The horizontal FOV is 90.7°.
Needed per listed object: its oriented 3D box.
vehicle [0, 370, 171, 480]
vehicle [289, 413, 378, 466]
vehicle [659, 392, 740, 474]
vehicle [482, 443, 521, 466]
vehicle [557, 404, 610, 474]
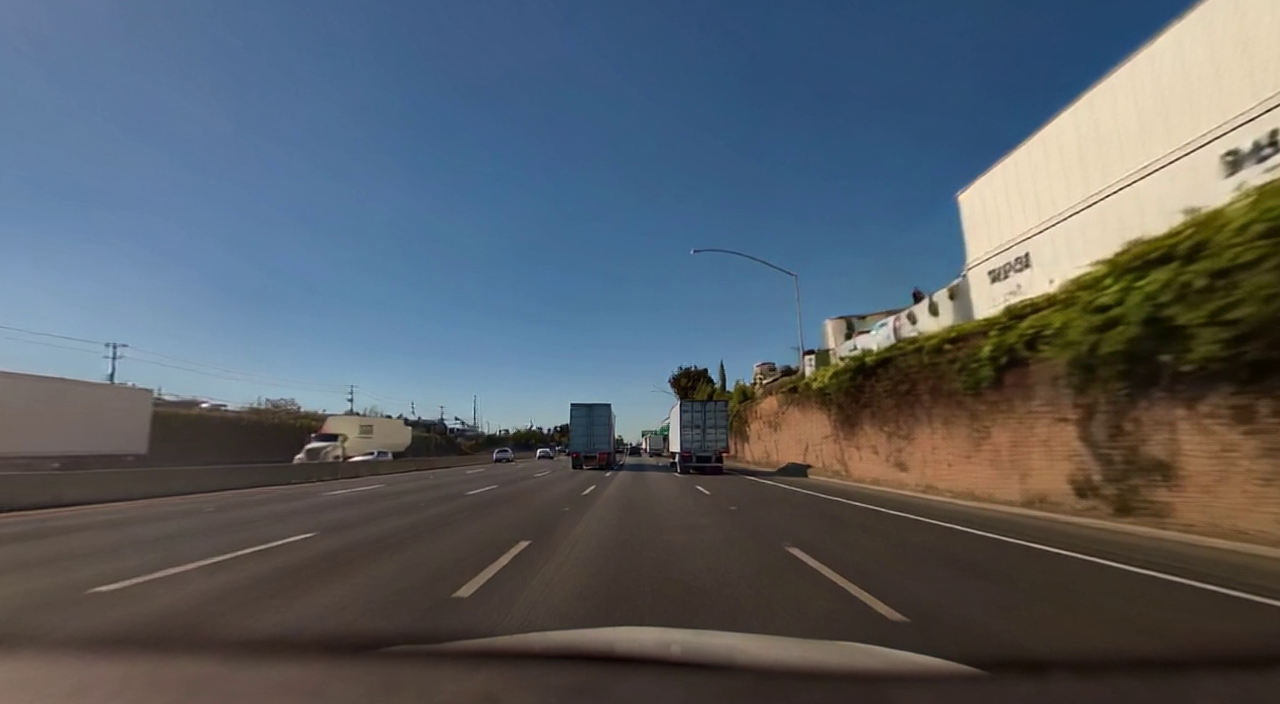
[{"bbox_3d":[-23.433,2.694,22.933,2.831,3.746,13.356,0,-9,-1],"label":"vehicle"},{"bbox_3d":[-23.427,6.803,48.973,3.025,3.725,7.836,0,-9,-1],"label":"vehicle"},{"bbox_3d":[3.198,5.097,39.464,2.908,3.898,17.275,2,-8,-1],"label":"vehicle"},{"bbox_3d":[-10.597,7.868,48.662,2.132,1.679,4.045,0,-9,-1],"label":"vehicle"},{"bbox_3d":[-3.624,6.027,44.138,2.848,4.098,13.421,1,-7,-2],"label":"vehicle"}]
